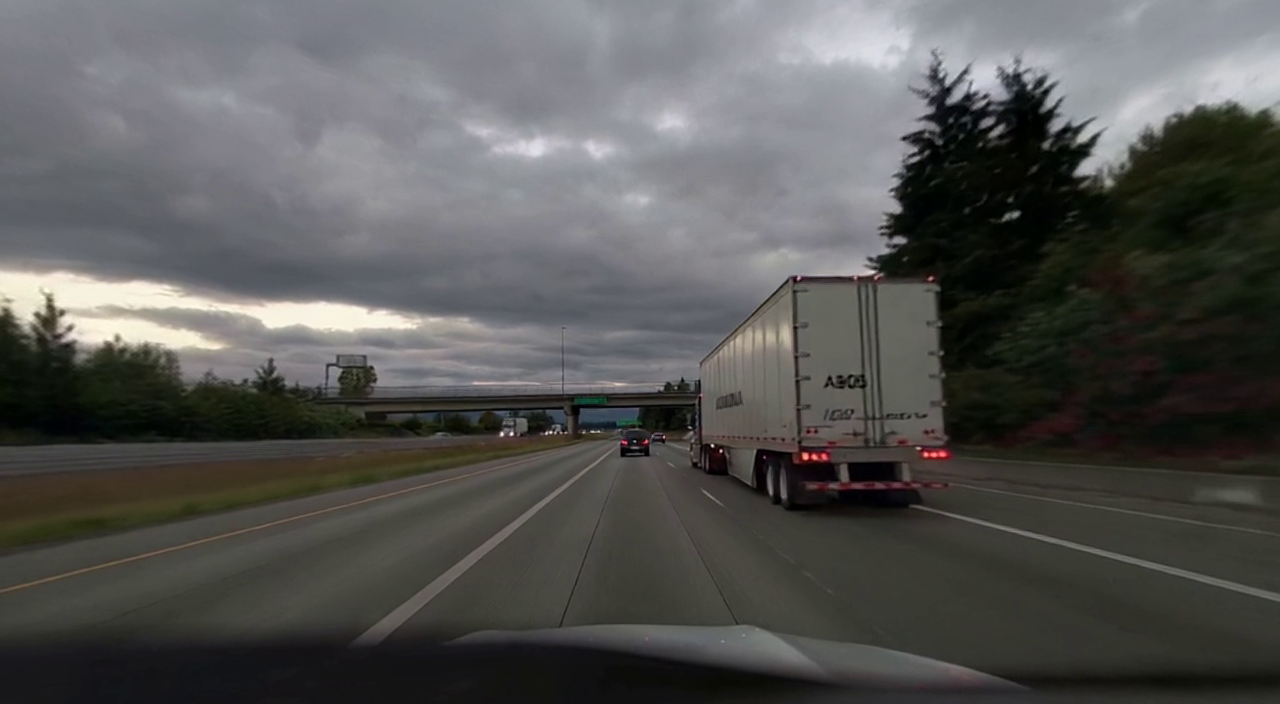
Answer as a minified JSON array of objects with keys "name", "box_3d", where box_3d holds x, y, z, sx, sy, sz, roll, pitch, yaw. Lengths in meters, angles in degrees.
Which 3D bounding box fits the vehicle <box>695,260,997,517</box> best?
[{"name":"vehicle","box_3d":[3.787,1.458,16.861,2.987,4.021,14.105,0,-8,-2]}]

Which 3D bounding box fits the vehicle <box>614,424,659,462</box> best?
[{"name":"vehicle","box_3d":[-0.236,4.943,34.453,2.277,1.913,4.510,0,-8,-1]}]
